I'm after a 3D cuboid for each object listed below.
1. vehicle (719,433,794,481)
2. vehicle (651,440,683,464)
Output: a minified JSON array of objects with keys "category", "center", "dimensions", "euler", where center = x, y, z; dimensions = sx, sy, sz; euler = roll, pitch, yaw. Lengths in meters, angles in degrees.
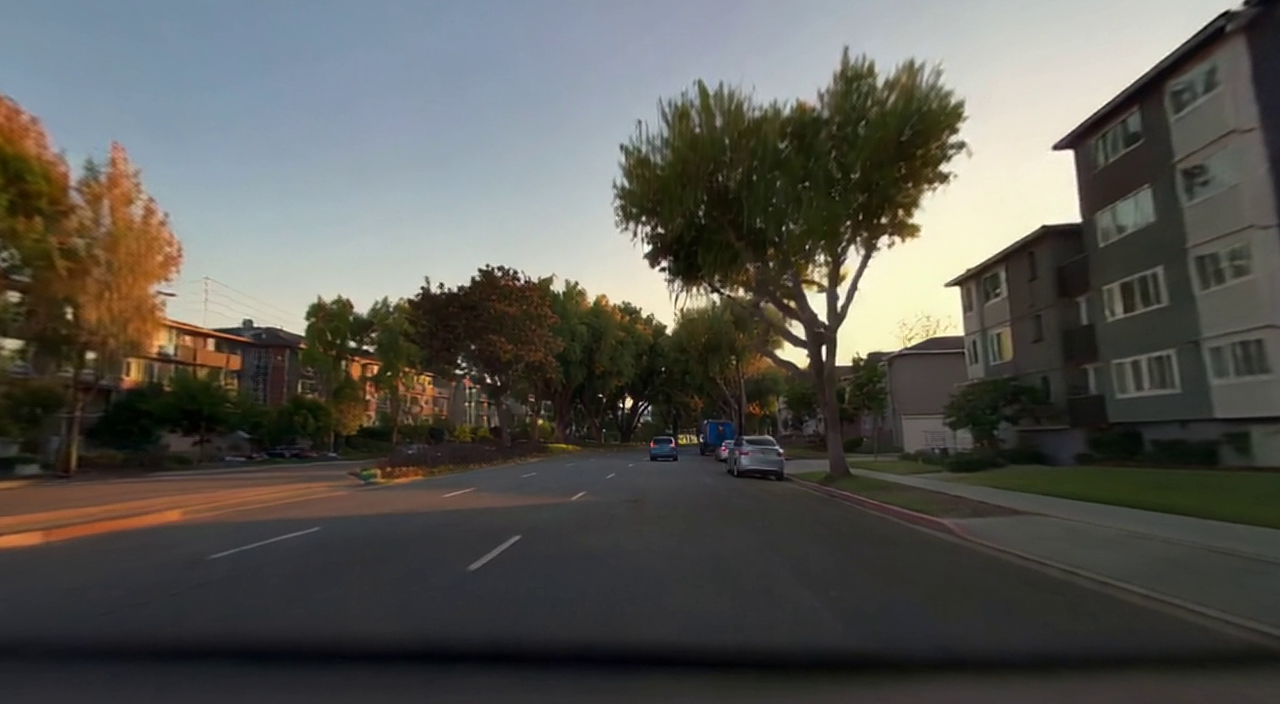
[{"category":"vehicle","center":[4.407,4.051,24.551],"dimensions":[2.121,1.659,4.675],"euler":[0,-8,1]},{"category":"vehicle","center":[1.697,6.126,38.771],"dimensions":[1.871,1.370,4.206],"euler":[-1,-8,4]}]
